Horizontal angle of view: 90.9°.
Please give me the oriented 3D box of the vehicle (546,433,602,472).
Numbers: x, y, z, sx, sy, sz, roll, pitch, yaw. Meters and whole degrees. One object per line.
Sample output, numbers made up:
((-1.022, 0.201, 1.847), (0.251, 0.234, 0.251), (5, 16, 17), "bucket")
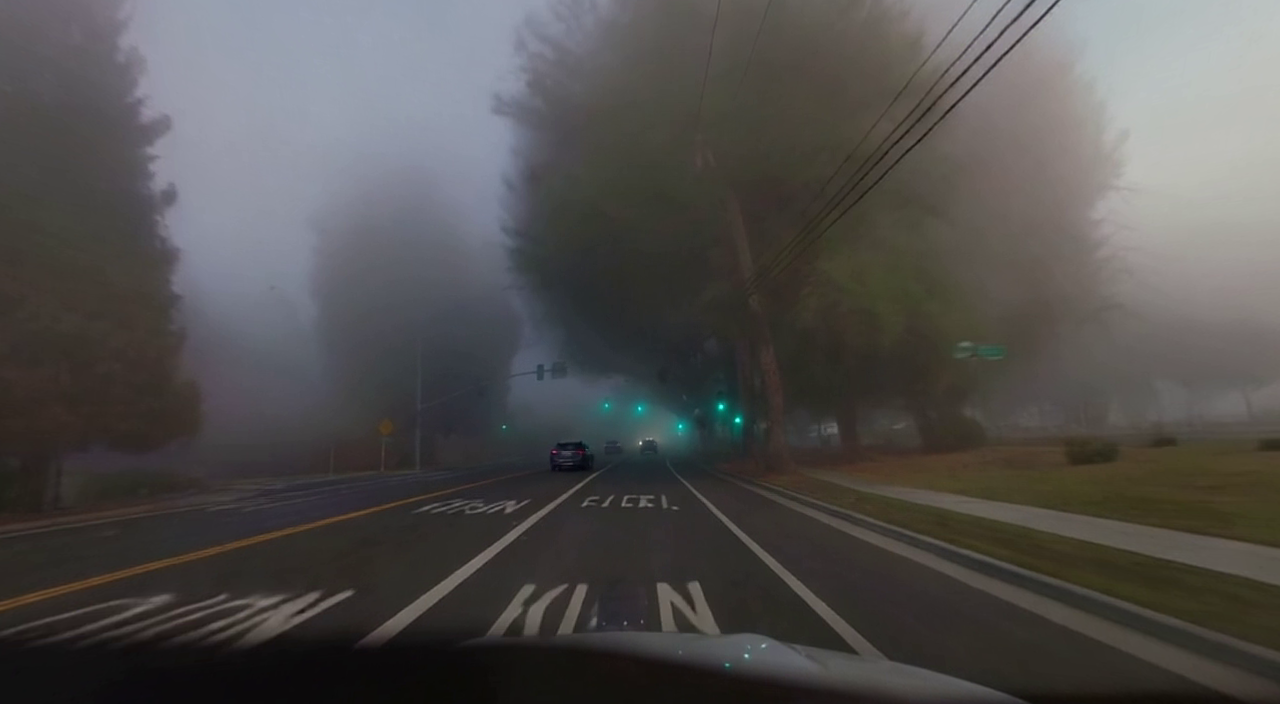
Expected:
((-3.046, 4.808, 30.239), (2.084, 1.701, 4.734), (0, -8, 1), "vehicle")
